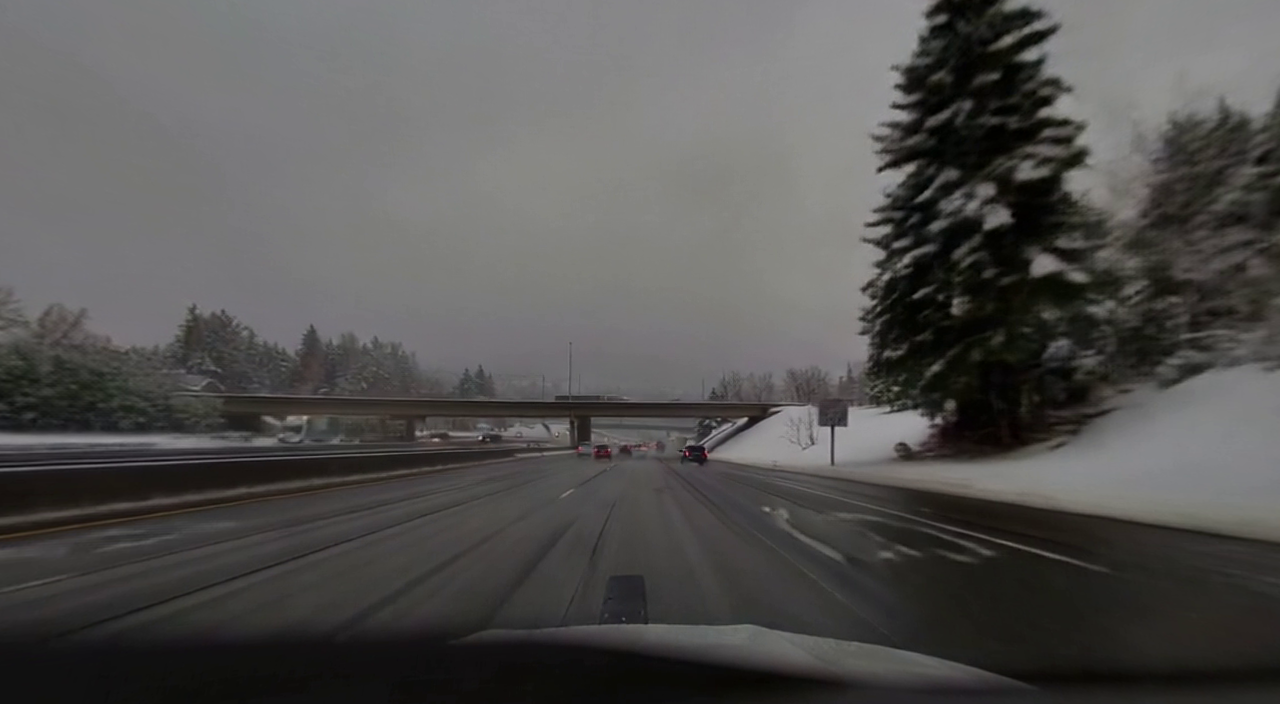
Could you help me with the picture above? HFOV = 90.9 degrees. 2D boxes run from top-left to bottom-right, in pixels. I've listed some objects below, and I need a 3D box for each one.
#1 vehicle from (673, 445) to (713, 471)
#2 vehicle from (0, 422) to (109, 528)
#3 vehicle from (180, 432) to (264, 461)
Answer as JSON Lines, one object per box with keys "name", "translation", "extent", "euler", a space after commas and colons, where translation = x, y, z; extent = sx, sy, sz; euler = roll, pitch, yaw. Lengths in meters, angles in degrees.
{"name": "vehicle", "translation": [3.227, 6.555, 39.294], "extent": [2.059, 1.509, 4.670], "euler": [0, -8, 0]}
{"name": "vehicle", "translation": [-11.285, 1.942, 9.863], "extent": [1.995, 1.682, 4.516], "euler": [0, -8, 0]}
{"name": "vehicle", "translation": [-24.496, 5.558, 37.205], "extent": [1.874, 1.549, 4.444], "euler": [0, -8, 0]}
